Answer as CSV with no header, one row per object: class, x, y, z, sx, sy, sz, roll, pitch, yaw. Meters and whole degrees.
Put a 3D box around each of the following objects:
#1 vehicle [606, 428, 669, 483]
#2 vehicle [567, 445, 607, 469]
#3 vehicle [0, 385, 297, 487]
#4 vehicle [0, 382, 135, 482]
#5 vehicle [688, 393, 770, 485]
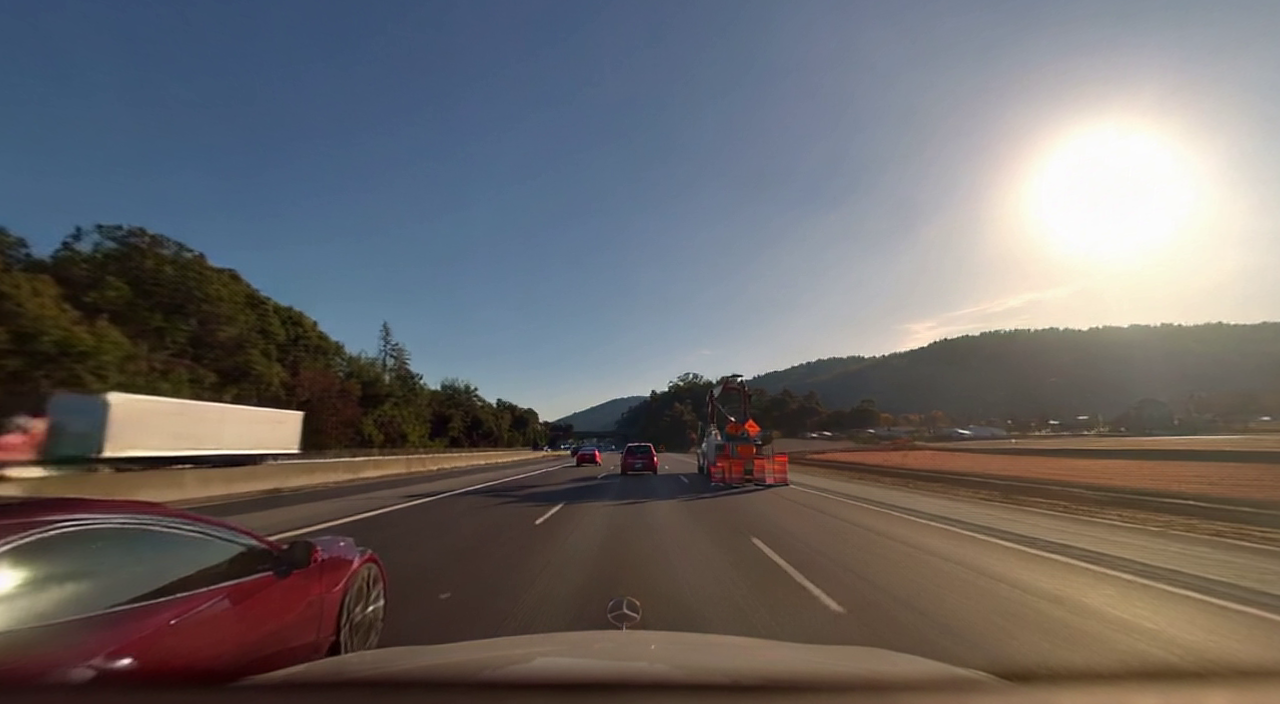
vehicle,-0.065,4.116,25.417,2.308,1.993,4.631,0,-8,1
vehicle,-3.322,6.669,40.352,2.096,1.469,4.319,0,-8,1
vehicle,-25.046,4.656,34.084,3.477,4.162,16.507,0,-8,1
vehicle,-25.030,3.326,25.793,2.998,3.638,6.625,0,-8,1
vehicle,4.060,4.314,31.109,2.793,3.828,9.580,0,-8,1
